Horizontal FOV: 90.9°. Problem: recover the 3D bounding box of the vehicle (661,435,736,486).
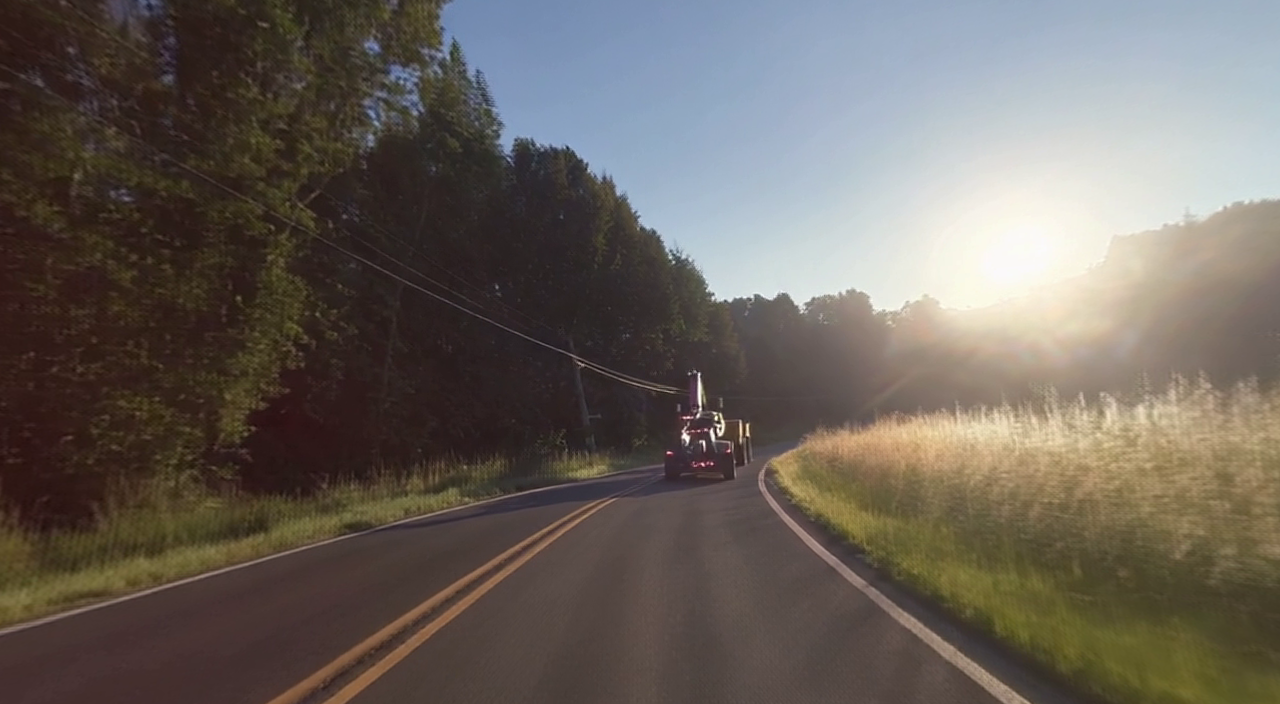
[{"bbox_3d":[1.994,3.524,20.828,2.196,1.465,4.294,-1,-8,7],"label":"vehicle"}]
